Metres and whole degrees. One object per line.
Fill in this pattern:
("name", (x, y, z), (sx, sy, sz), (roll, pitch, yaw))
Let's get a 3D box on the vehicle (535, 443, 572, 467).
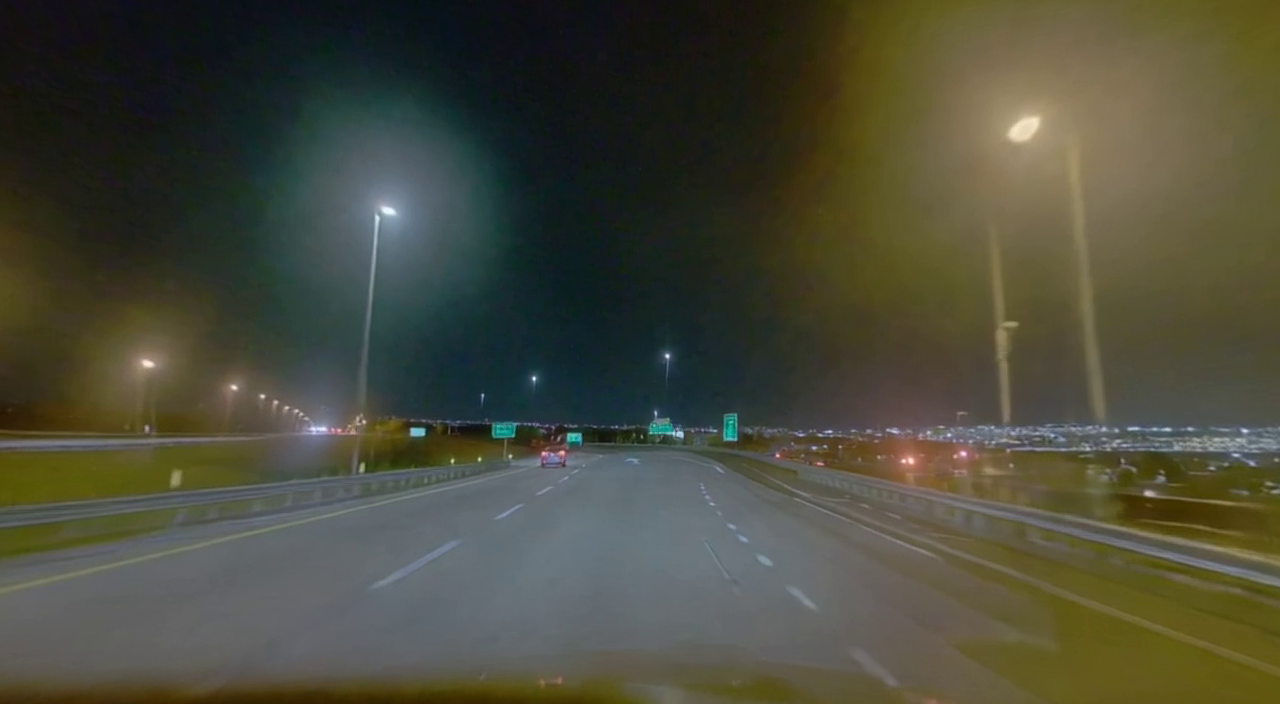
("vehicle", (-6.003, 7.171, 44.013), (2.234, 1.588, 4.484), (1, -8, -4))
